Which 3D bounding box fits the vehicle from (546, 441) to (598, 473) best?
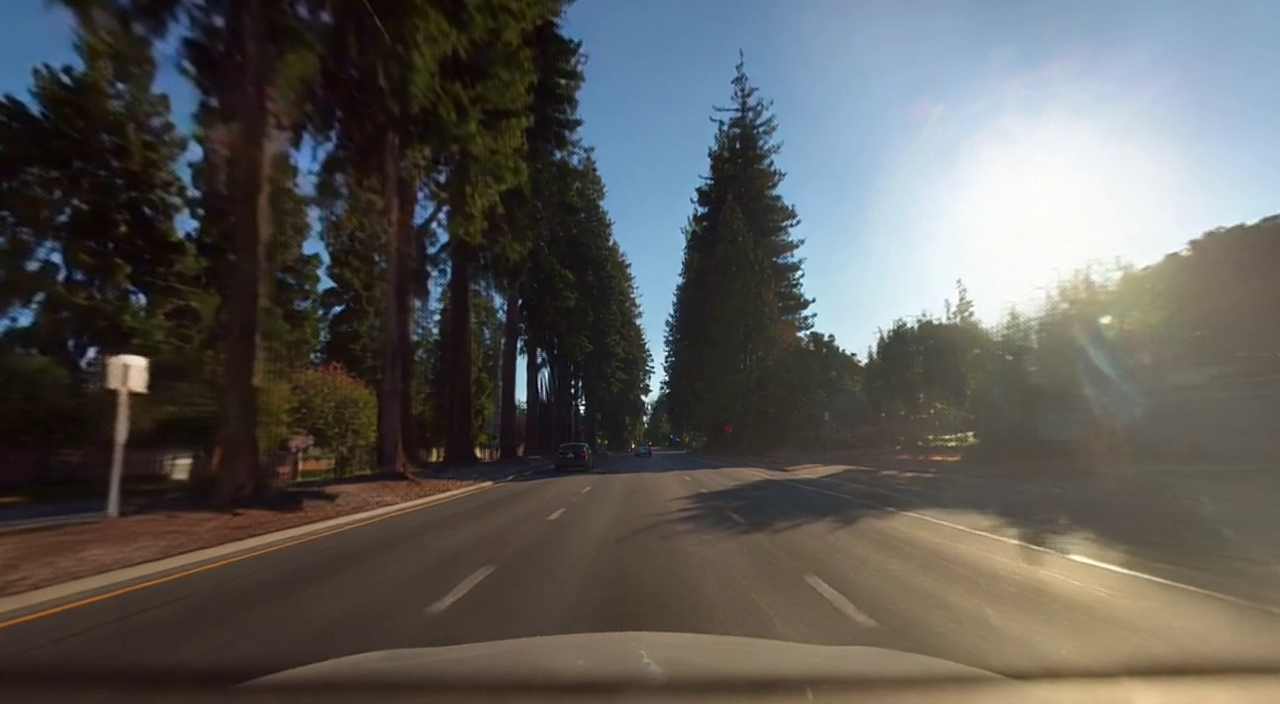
[{"bbox_3d":[-3.212,5.088,30.742,2.021,1.466,4.330,0,-9,1],"label":"vehicle"}]
